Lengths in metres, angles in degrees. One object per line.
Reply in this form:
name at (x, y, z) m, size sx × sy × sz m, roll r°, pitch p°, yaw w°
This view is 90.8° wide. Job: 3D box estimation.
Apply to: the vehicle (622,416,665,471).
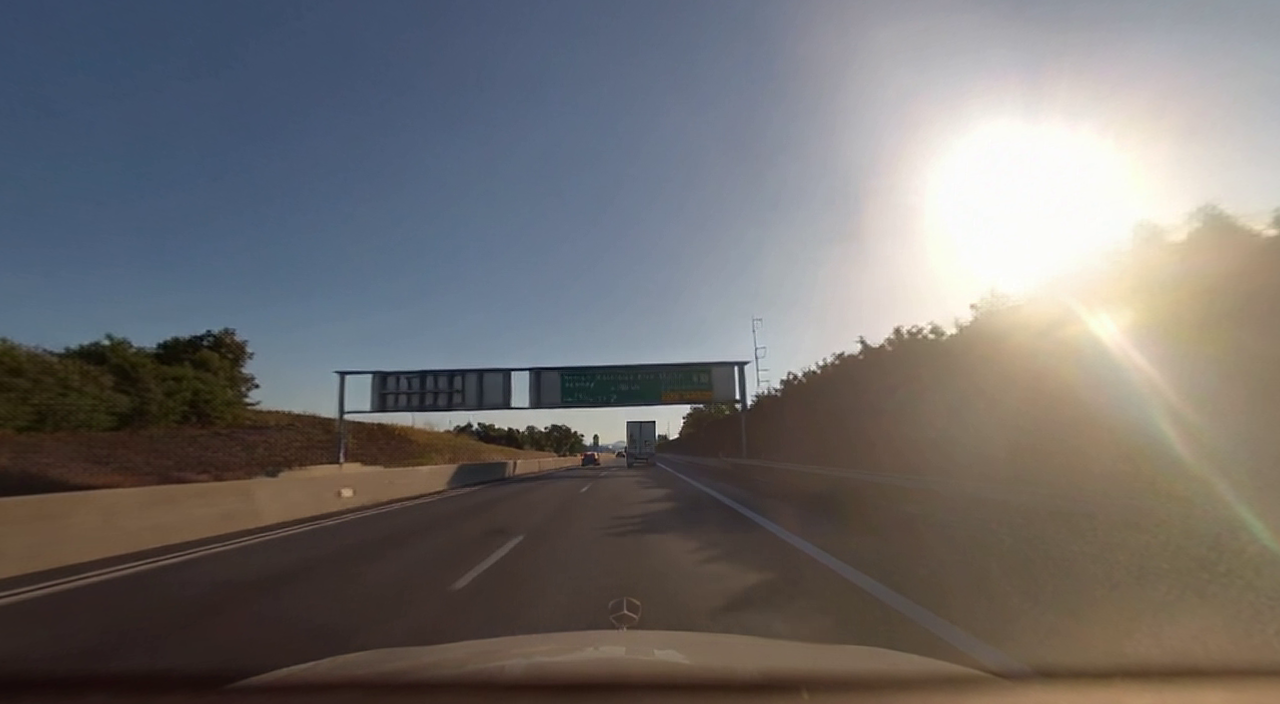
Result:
vehicle at (0.128, 7.046, 48.459) m, size 2.864 × 3.805 × 9.500 m, roll 0°, pitch -9°, yaw -2°
